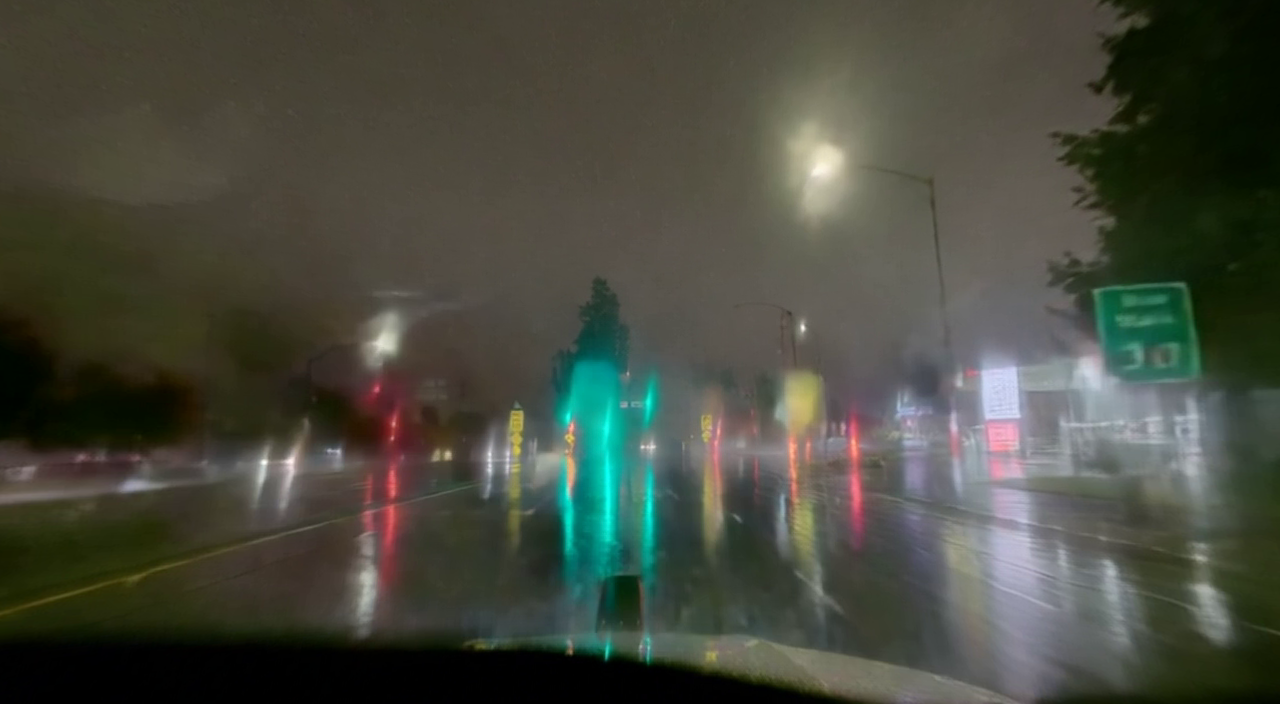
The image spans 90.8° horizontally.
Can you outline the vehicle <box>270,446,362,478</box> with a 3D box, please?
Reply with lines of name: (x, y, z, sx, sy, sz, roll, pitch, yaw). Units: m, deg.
vehicle: (-15.979, 5.428, 31.487, 1.911, 1.478, 4.601, -1, -8, 4)
